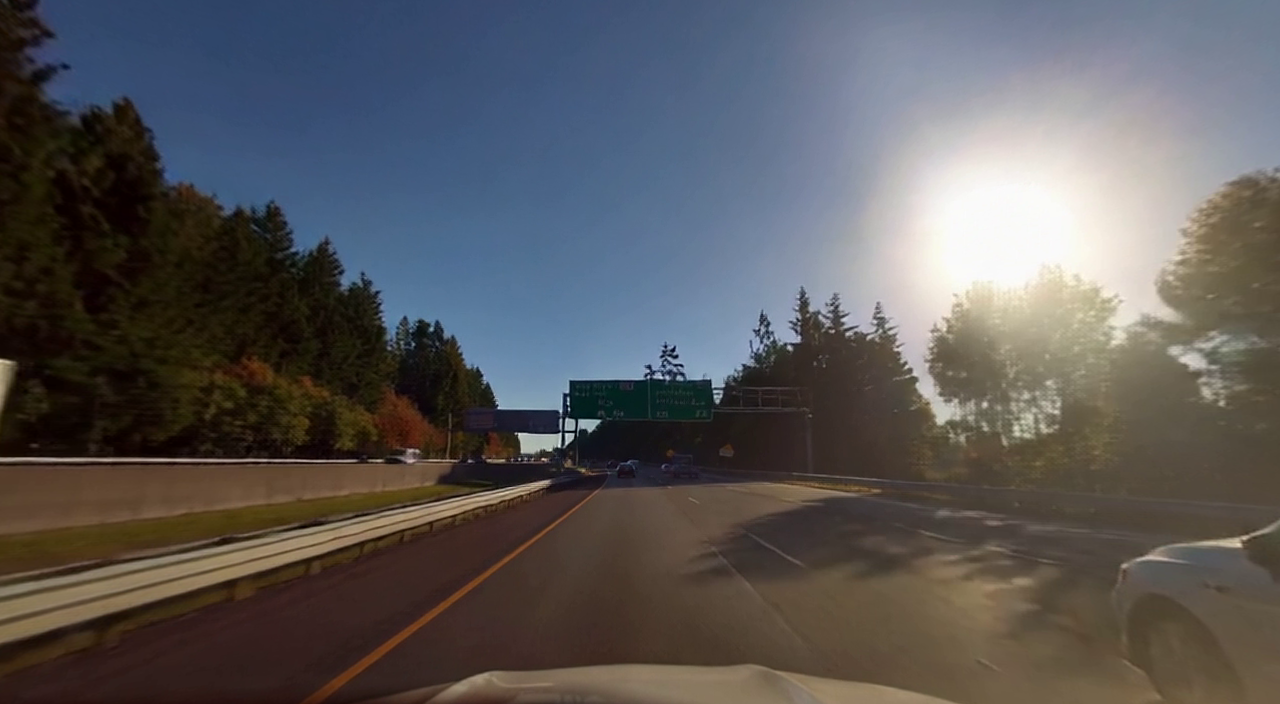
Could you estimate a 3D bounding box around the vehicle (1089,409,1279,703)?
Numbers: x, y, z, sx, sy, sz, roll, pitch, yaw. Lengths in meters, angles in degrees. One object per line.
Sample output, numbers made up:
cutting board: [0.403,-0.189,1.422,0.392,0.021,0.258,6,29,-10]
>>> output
vehicle: [3.947,0.932,1.832,2.132,1.662,4.180,1,-10,0]

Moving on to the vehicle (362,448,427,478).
vehicle: [-14.302,6.520,37.006,2.030,1.595,4.594,1,-10,-1]
